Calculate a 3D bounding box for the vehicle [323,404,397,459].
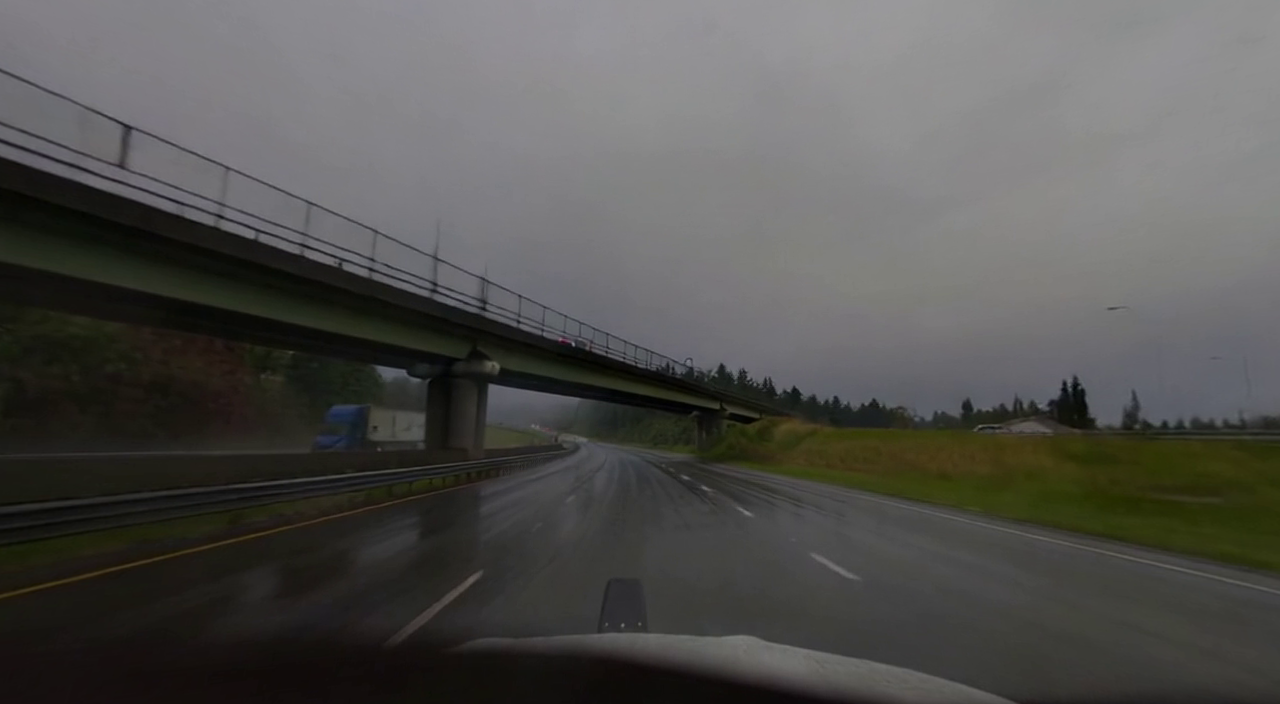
[{"bbox_3d":[-21.342,6.181,48.388,3.017,3.927,5.948,1,-9,-3],"label":"vehicle"}]
